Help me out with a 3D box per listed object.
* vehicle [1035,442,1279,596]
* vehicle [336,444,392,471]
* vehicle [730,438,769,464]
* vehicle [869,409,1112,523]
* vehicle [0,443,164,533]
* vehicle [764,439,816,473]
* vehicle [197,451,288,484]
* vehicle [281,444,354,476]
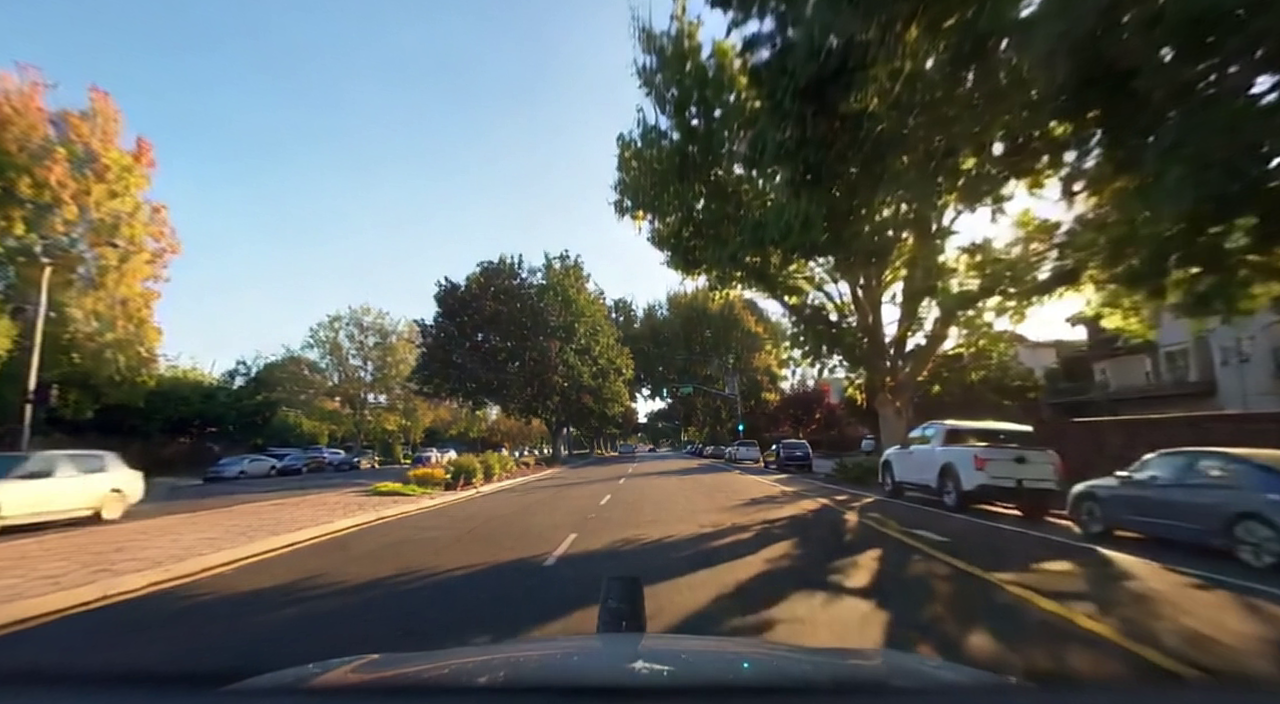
[{"bbox_3d":[7.149,1.820,7.474,1.853,1.480,4.666,0,-8,0],"label":"vehicle"},{"bbox_3d":[-20.145,7.691,45.990,1.901,1.785,4.676,0,-8,0],"label":"vehicle"},{"bbox_3d":[8.075,7.346,46.726,2.032,1.844,4.964,0,-8,0],"label":"vehicle"},{"bbox_3d":[7.549,2.519,14.523,2.306,2.088,5.571,0,-8,-1],"label":"vehicle"},{"bbox_3d":[-11.585,2.445,11.682,1.914,1.472,4.480,0,-8,0],"label":"vehicle"},{"bbox_3d":[7.995,5.547,33.891,1.910,1.686,4.399,-1,-8,3],"label":"vehicle"},{"bbox_3d":[-20.605,5.982,32.779,1.910,1.493,4.190,0,-8,1],"label":"vehicle"},{"bbox_3d":[-20.275,6.771,39.694,1.990,1.844,4.902,0,-8,0],"label":"vehicle"}]
